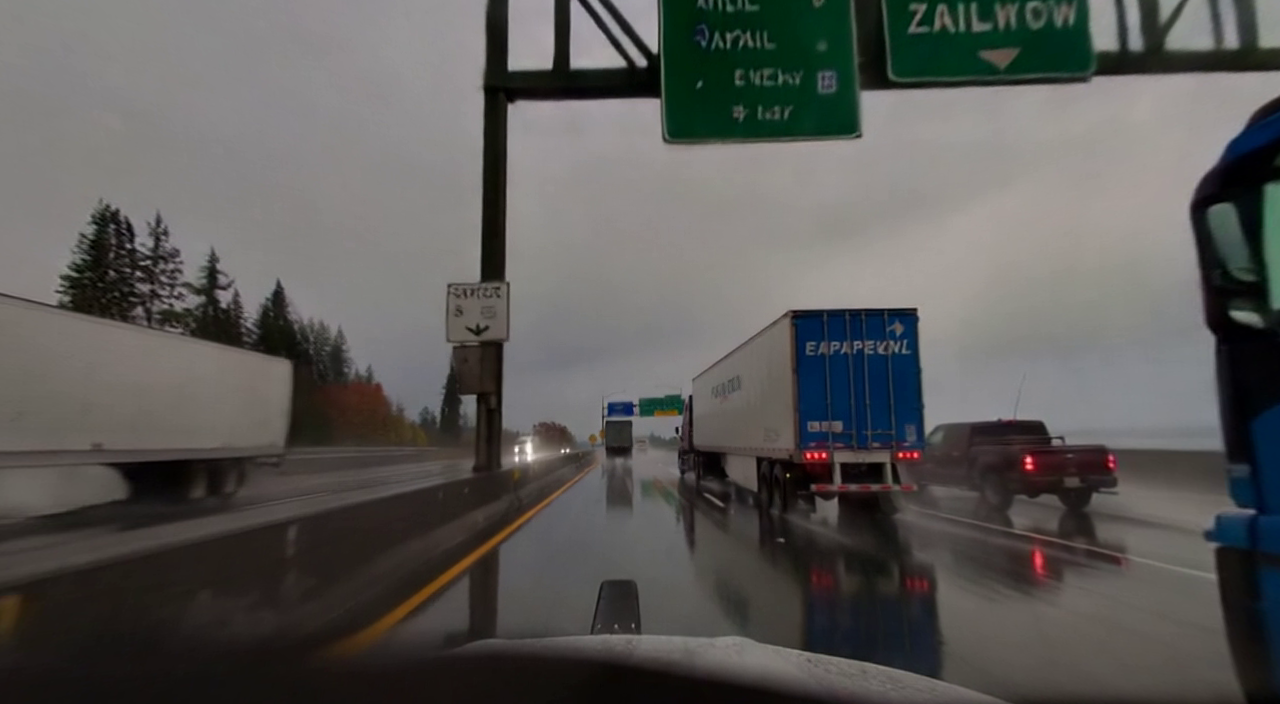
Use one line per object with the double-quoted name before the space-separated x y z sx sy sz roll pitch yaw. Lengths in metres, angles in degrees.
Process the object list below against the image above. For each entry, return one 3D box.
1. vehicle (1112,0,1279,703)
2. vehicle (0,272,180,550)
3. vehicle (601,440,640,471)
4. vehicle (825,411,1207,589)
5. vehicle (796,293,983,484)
"vehicle" 4.047 -0.403 0.143 2.951 3.857 5.902 0 -8 -2
"vehicle" -12.264 0.722 8.590 2.972 4.669 12.286 0 -8 -2
"vehicle" -1.010 5.340 32.648 1.943 1.491 3.459 0 -8 -1
"vehicle" 4.531 1.557 7.517 4.253 1.543 2.045 4 -9 -31
"vehicle" 4.210 0.688 11.057 2.244 3.047 2.035 0 -8 -2
